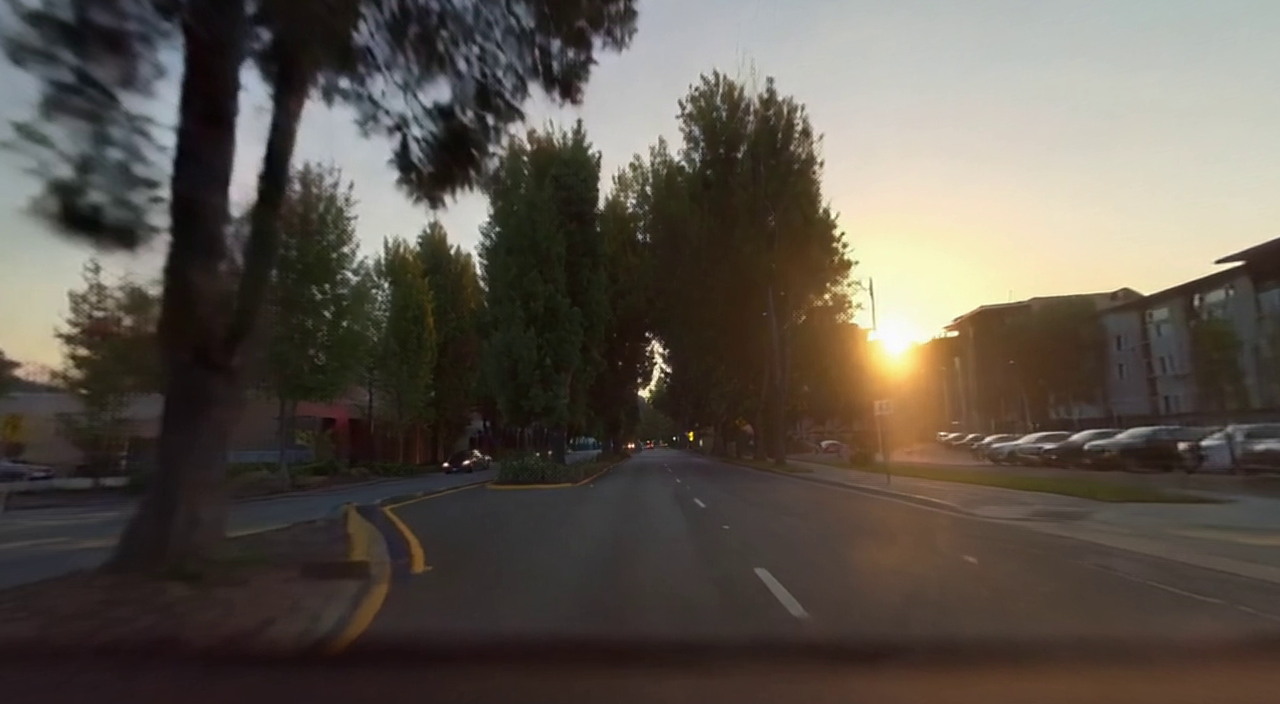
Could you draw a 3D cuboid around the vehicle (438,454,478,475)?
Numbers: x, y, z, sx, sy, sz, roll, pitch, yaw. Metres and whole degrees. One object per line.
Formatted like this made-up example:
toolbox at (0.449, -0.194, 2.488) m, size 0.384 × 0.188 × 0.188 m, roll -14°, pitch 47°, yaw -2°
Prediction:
vehicle at (-13.899, 8.578, 48.364) m, size 1.835 × 1.434 × 4.325 m, roll 0°, pitch -8°, yaw 0°
